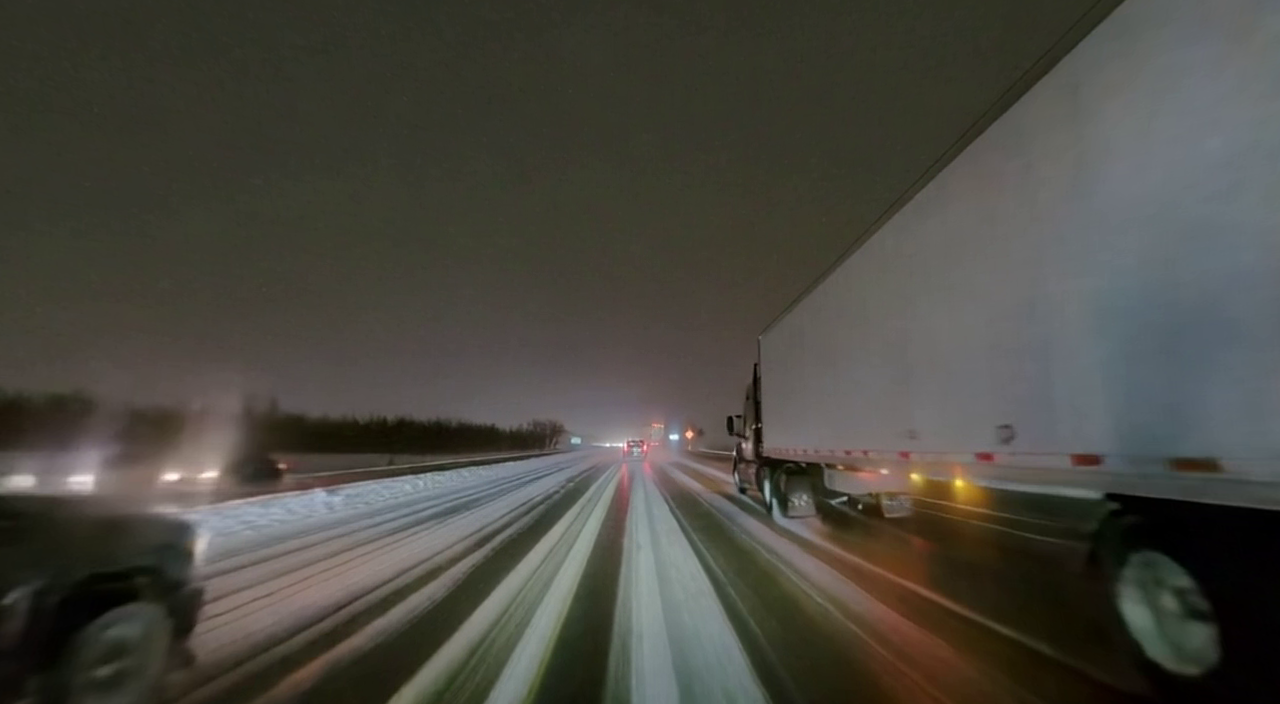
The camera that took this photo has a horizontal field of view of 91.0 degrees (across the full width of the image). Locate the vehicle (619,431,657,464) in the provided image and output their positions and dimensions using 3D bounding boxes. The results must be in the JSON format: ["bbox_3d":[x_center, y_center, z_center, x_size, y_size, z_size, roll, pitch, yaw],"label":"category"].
[{"bbox_3d":[-0.203,6.407,42.361,2.456,2.007,4.728,0,-8,-2],"label":"vehicle"}]

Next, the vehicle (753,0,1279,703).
[{"bbox_3d":[3.848,0.173,5.737,3.469,3.881,10.805,0,-8,-1],"label":"vehicle"}]

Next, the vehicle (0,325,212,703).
[{"bbox_3d":[-3.606,0.631,1.287,2.326,1.761,4.450,0,-8,-1],"label":"vehicle"}]
